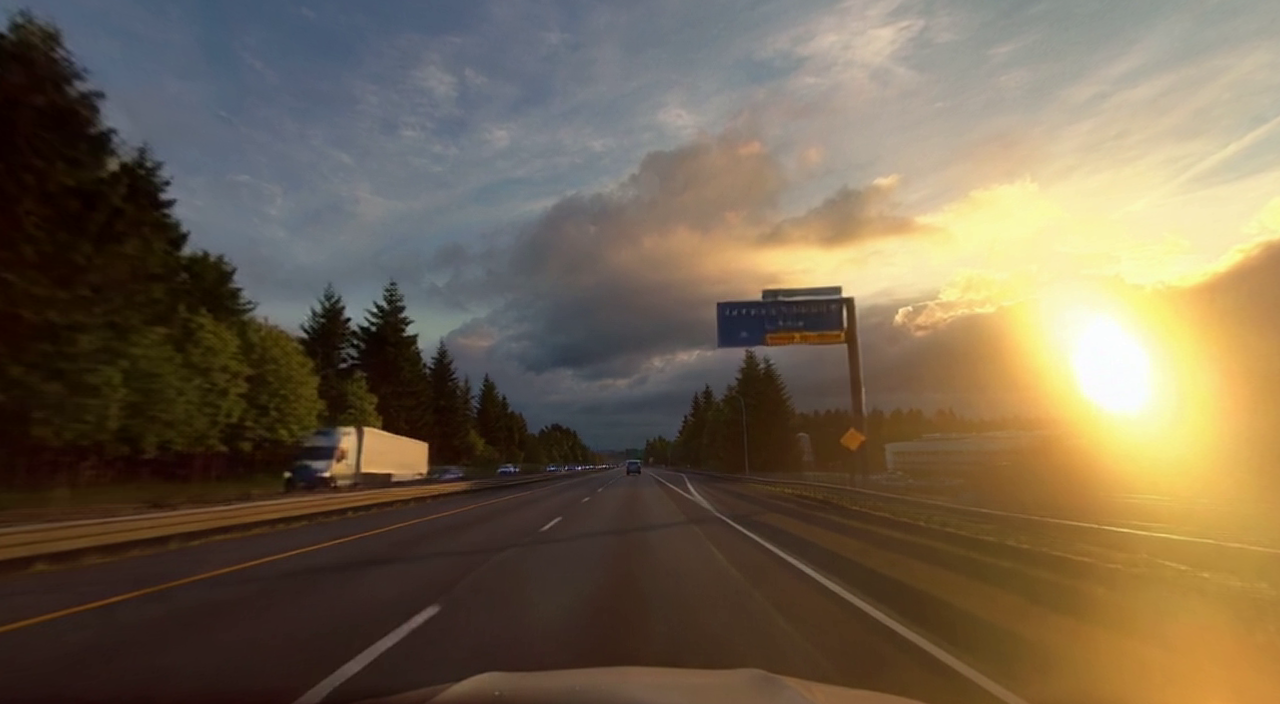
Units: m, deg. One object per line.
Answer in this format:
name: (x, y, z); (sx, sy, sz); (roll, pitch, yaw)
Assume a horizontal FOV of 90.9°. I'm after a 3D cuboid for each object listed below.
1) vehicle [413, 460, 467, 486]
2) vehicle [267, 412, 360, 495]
vehicle: (-12.526, 7.635, 39.744); (1.901, 1.489, 4.490); (1, -10, 1)
vehicle: (-17.106, 5.377, 33.269); (2.962, 4.065, 3.028); (1, -10, -1)
